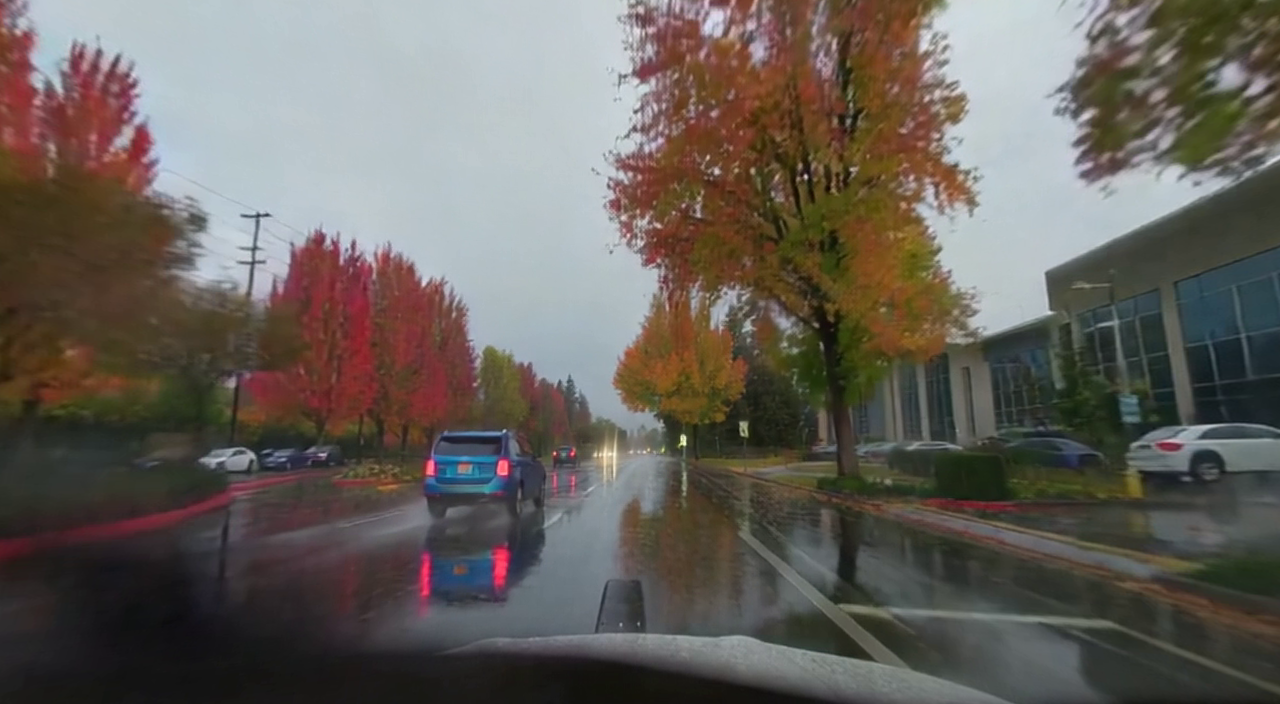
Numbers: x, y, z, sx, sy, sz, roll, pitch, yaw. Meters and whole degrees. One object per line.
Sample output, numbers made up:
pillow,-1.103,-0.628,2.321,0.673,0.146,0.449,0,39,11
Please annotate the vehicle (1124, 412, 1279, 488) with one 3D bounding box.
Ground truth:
vehicle,18.741,2.981,19.427,5.903,2.099,2.290,0,-9,-6

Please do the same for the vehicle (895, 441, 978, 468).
vehicle,18.697,6.461,39.757,4.331,1.655,1.884,1,-9,-7

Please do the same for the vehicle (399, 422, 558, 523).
vehicle,-3.201,2.527,13.623,2.112,1.779,4.489,0,-9,1

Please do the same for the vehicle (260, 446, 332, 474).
vehicle,-25.118,7.883,46.258,2.142,1.895,5.528,0,-9,0

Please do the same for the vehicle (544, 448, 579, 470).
vehicle,-5.786,7.921,46.691,1.982,1.478,4.465,0,-9,1

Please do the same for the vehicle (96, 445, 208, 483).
vehicle,-25.304,5.804,32.927,1.990,1.822,4.751,0,-9,0

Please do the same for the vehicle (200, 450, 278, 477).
vehicle,-25.213,7.001,39.792,1.844,1.619,4.725,0,-9,0
